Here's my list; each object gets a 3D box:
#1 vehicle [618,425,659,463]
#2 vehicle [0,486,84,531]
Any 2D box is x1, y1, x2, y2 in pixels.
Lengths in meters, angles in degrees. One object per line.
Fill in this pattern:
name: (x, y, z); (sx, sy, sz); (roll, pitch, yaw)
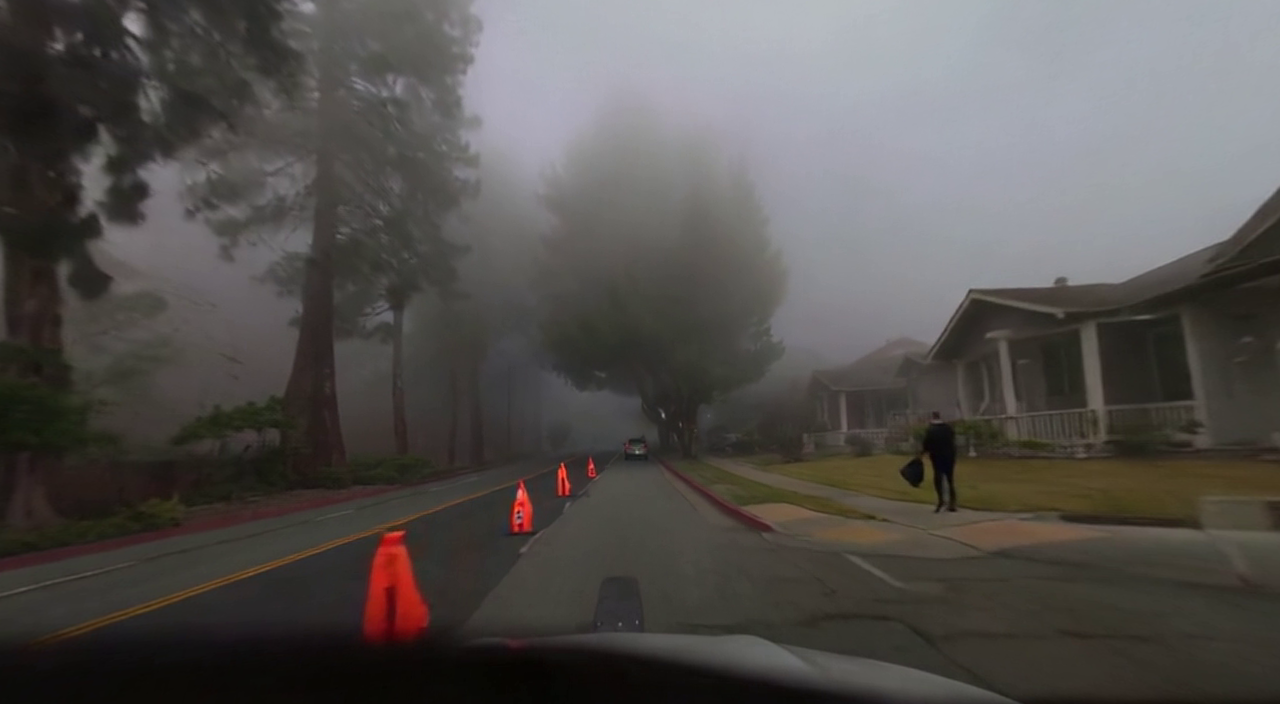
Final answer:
vehicle: (-0.156, 5.338, 36.595); (2.169, 2.015, 5.206); (0, -9, -2)
vehicle: (-25.423, 6.371, 25.930); (4.314, 1.583, 1.779); (-4, -10, 18)
